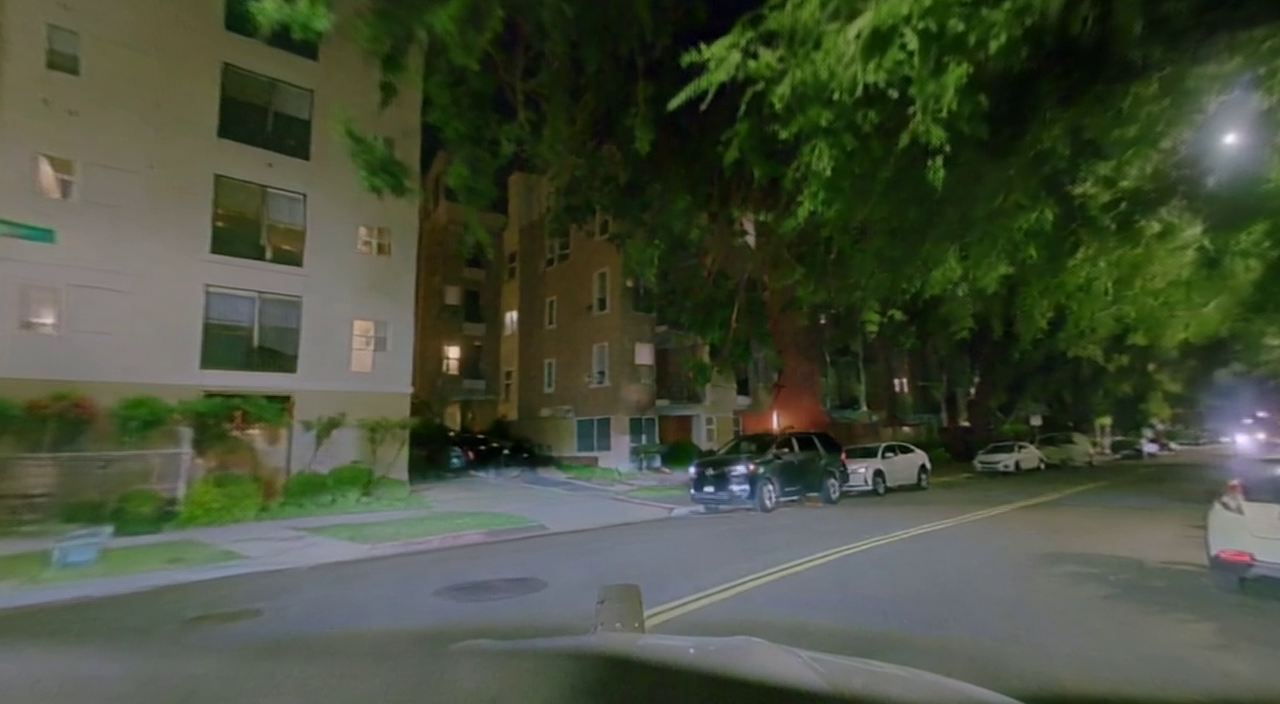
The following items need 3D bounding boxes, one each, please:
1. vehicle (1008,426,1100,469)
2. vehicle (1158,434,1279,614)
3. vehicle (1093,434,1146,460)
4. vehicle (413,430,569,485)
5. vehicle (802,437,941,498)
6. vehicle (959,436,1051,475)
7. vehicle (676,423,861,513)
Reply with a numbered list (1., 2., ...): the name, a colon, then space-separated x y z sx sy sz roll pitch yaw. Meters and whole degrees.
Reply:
1. vehicle: 20.067 4.583 30.479 5.791 1.869 2.229 6 -12 -43
2. vehicle: 7.050 1.575 6.428 4.634 1.424 1.966 8 -11 -42
3. vehicle: 30.532 6.021 40.181 1.939 1.513 4.401 -8 -12 44
4. vehicle: -4.402 3.194 19.489 1.812 1.458 4.714 -5 -10 32
5. vehicle: 6.781 3.228 18.201 1.902 1.478 4.696 -9 -11 44
6. vehicle: 15.233 4.277 26.287 4.313 1.463 1.921 7 -11 -41
7. vehicle: 3.128 2.629 14.825 4.584 1.744 1.946 8 -12 -44
